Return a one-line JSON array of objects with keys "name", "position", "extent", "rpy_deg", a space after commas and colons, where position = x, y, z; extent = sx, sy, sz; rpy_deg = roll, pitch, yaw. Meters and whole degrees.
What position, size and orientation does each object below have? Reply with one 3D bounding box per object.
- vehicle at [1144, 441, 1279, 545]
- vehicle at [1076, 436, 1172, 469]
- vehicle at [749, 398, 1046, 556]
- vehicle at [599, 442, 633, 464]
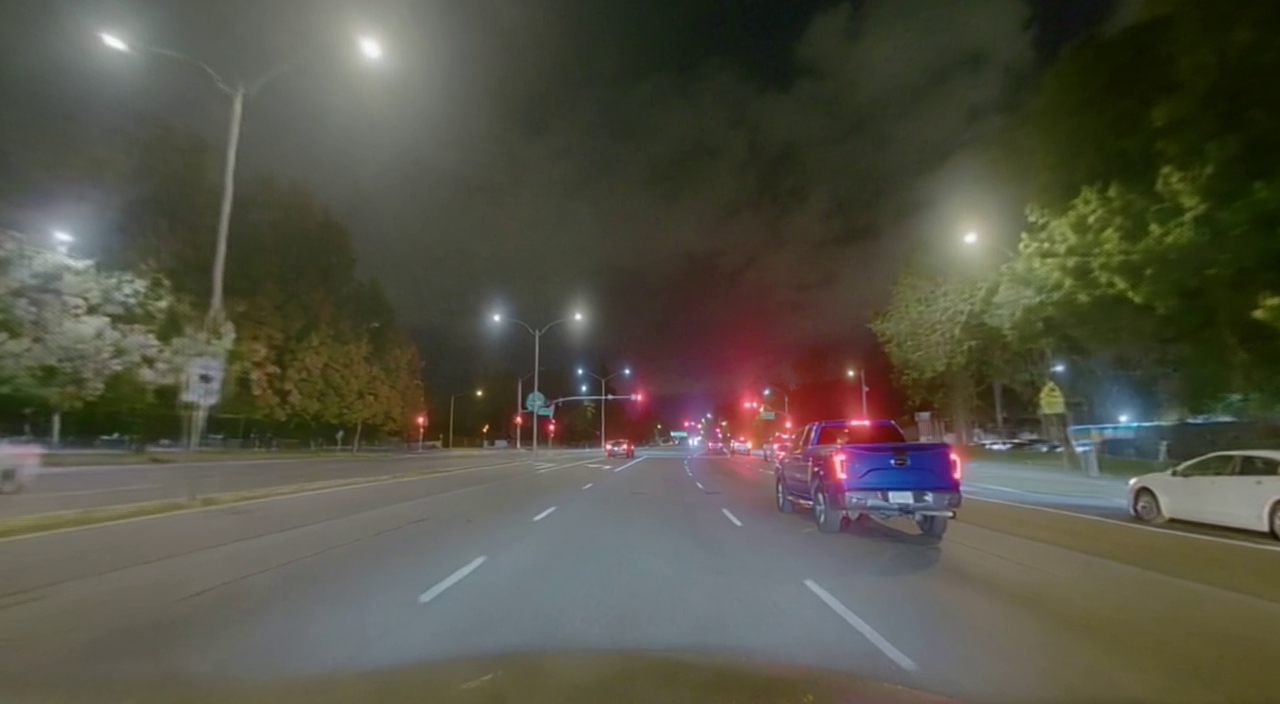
[{"name": "vehicle", "position": [10.432, 2.118, 9.477], "extent": [1.963, 1.513, 4.600], "rpy_deg": [0, -8, 1]}, {"name": "vehicle", "position": [25.028, 5.176, 32.617], "extent": [3.945, 1.618, 1.919], "rpy_deg": [3, -9, -19]}, {"name": "vehicle", "position": [3.427, 1.840, 10.076], "extent": [2.333, 1.777, 5.713], "rpy_deg": [0, -8, 0]}, {"name": "vehicle", "position": [-1.662, 7.225, 45.247], "extent": [1.958, 1.542, 4.175], "rpy_deg": [-1, -8, 5]}]
